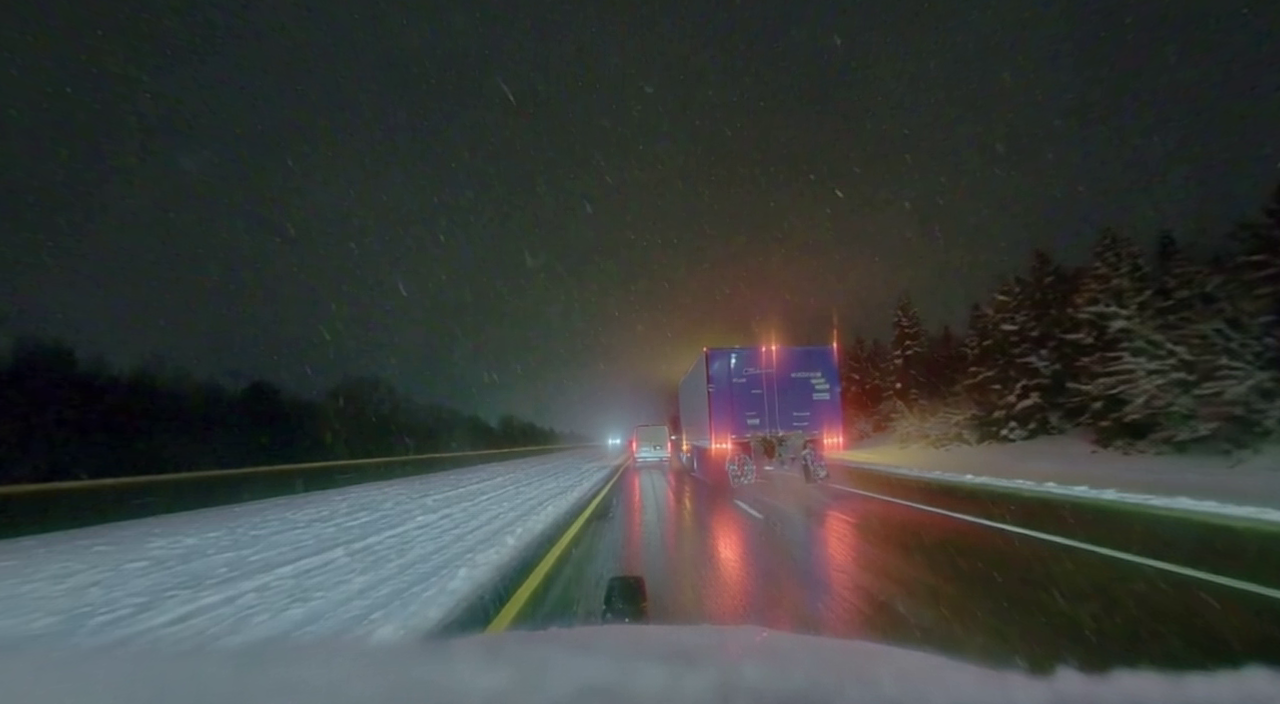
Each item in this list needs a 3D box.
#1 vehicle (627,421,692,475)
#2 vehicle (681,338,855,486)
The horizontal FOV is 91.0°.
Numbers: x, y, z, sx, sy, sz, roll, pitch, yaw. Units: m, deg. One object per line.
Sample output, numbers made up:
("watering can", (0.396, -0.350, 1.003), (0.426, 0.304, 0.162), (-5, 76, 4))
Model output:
("vehicle", (0.742, 3.965, 26.292), (2.469, 2.027, 4.554), (0, -8, 1))
("vehicle", (4.179, 2.857, 26.307), (3.892, 4.216, 16.830), (0, -8, 1))
